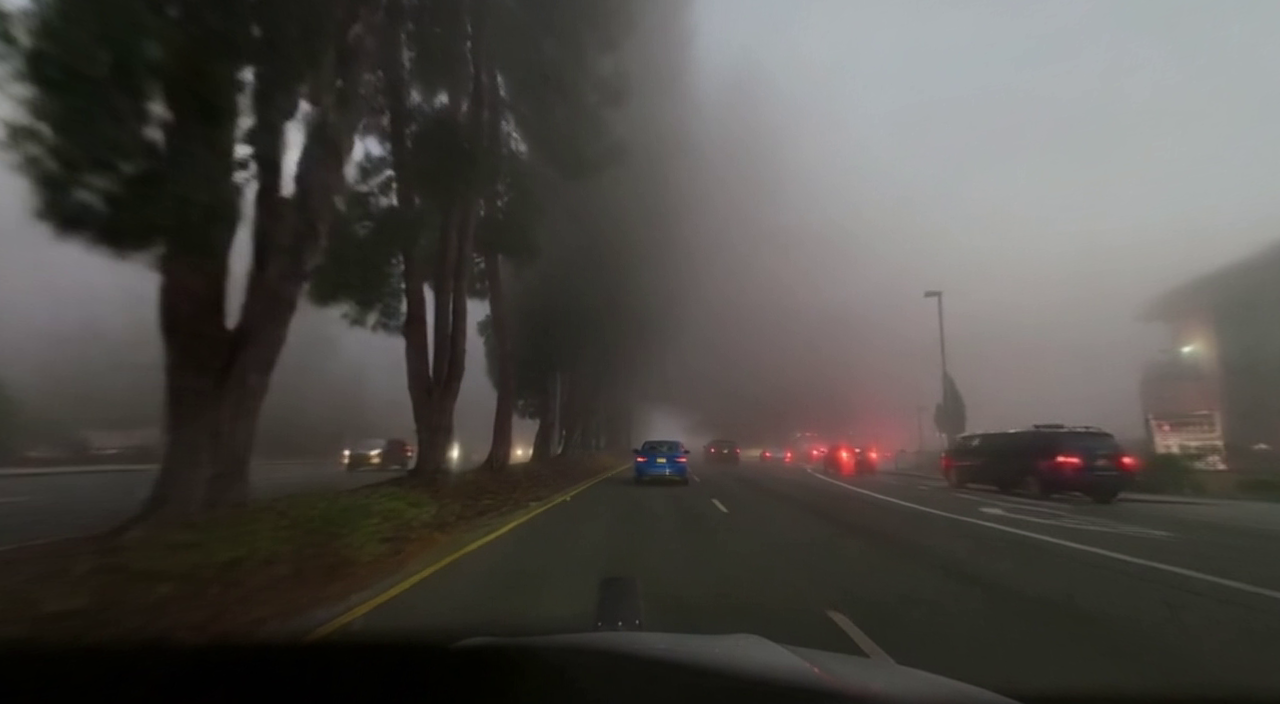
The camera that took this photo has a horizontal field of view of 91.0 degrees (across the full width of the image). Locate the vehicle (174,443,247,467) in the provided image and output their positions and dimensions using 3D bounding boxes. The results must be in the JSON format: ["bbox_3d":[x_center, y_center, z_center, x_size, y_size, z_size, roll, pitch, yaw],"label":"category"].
[{"bbox_3d":[-32.760,7.815,48.026,4.949,1.714,1.936,-3,-9,20],"label":"vehicle"}]

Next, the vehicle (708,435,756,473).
[{"bbox_3d":[4.710,5.296,32.803,1.976,1.796,4.159,0,-9,2],"label":"vehicle"}]

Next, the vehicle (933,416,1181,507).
[{"bbox_3d":[11.269,3.053,18.063,2.493,2.084,6.892,0,-9,1],"label":"vehicle"}]

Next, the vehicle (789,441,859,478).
[{"bbox_3d":[8.153,4.797,28.316,1.928,1.488,4.361,0,-9,2],"label":"vehicle"}]

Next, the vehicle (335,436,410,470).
[{"bbox_3d":[-12.669,4.807,30.058,1.785,1.503,3.885,0,-9,2],"label":"vehicle"}]

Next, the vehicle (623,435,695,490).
[{"bbox_3d":[0.647,3.618,20.954,2.145,1.603,4.369,0,-8,2],"label":"vehicle"}]
